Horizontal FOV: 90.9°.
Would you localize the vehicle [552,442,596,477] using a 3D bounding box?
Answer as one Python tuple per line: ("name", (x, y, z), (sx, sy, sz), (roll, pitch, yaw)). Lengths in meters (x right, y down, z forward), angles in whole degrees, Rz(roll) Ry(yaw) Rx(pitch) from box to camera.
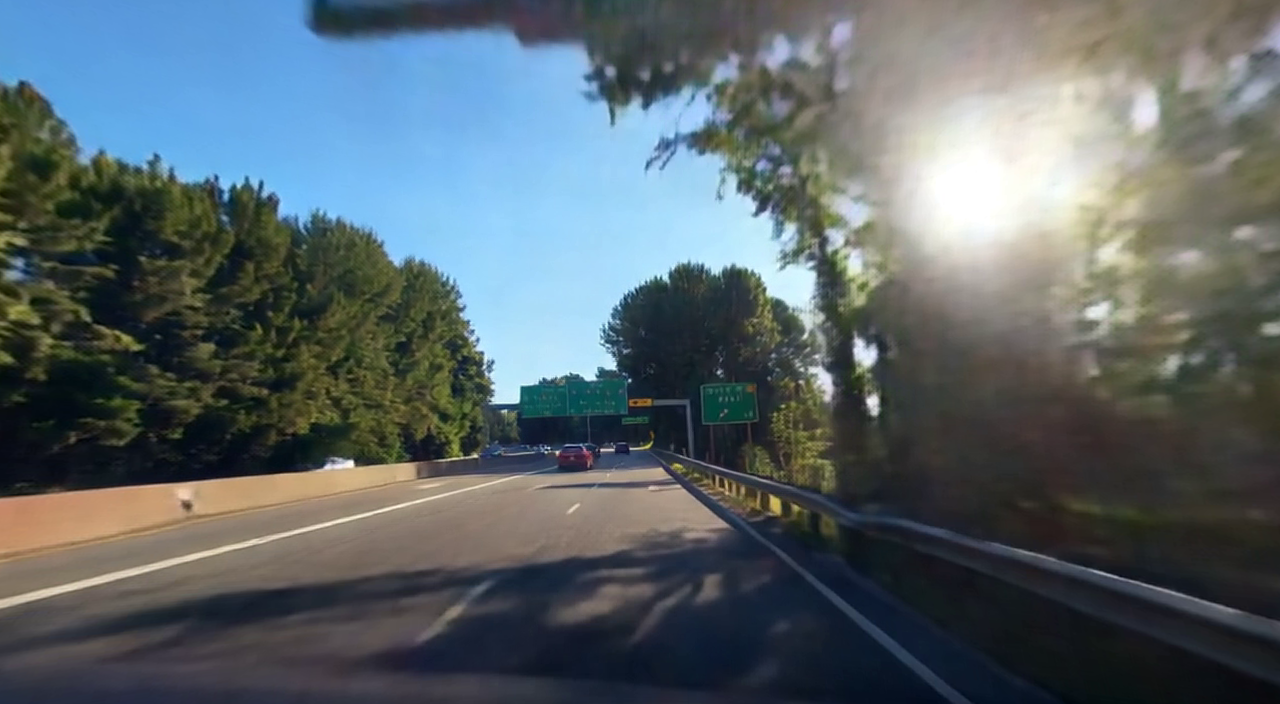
("vehicle", (-3.122, 5.146, 30.288), (1.675, 1.537, 3.574), (0, -9, 1))
